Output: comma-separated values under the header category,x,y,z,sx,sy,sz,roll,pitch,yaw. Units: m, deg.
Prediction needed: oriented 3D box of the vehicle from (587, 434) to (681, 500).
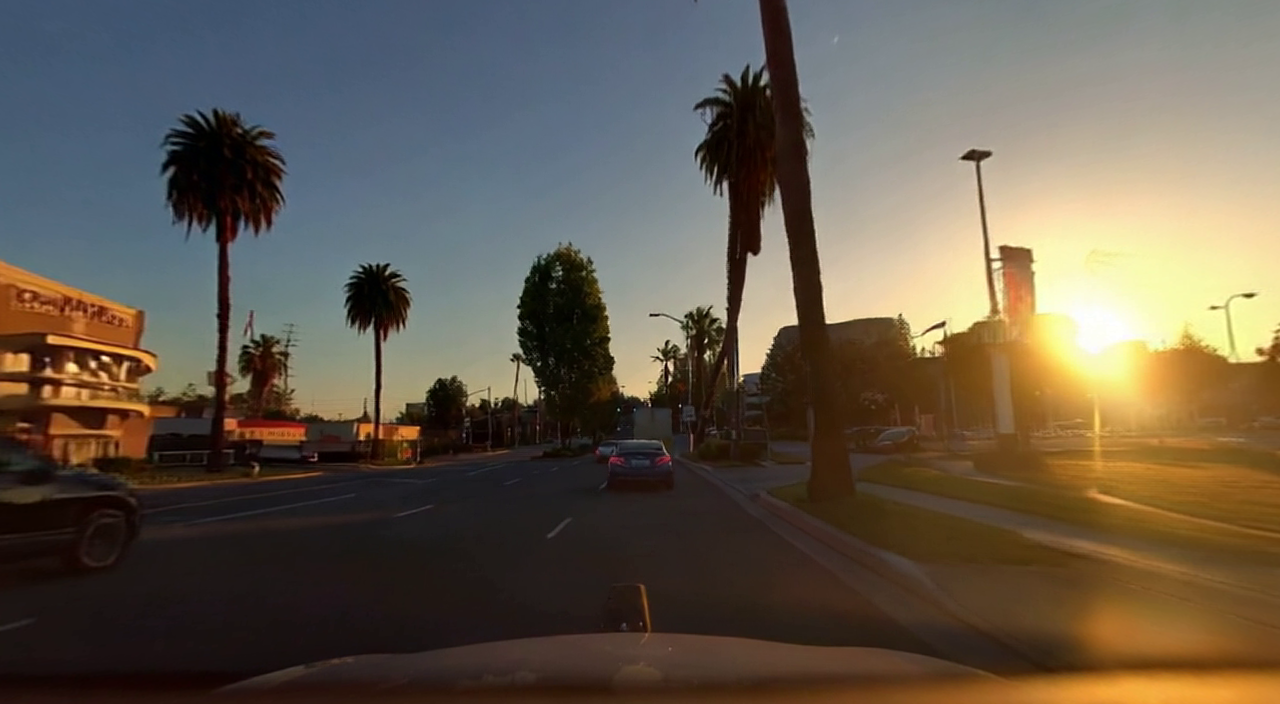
category,x,y,z,sx,sy,sz,roll,pitch,yaw
vehicle,-0.095,2.974,16.656,2.145,1.483,4.453,0,-9,1

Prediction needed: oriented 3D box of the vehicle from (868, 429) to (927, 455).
category,x,y,z,sx,sy,sz,roll,pitch,yaw
vehicle,17.398,6.139,42.610,2.009,1.630,4.436,0,-9,-2

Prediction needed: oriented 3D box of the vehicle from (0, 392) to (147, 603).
category,x,y,z,sx,sy,sz,roll,pitch,yaw
vehicle,-6.287,1.064,4.346,2.057,1.705,4.394,0,-9,1

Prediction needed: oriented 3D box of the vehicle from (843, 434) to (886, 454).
category,x,y,z,sx,sy,sz,roll,pitch,yaw
vehicle,17.225,7.116,48.391,1.902,1.502,4.395,0,-9,3
